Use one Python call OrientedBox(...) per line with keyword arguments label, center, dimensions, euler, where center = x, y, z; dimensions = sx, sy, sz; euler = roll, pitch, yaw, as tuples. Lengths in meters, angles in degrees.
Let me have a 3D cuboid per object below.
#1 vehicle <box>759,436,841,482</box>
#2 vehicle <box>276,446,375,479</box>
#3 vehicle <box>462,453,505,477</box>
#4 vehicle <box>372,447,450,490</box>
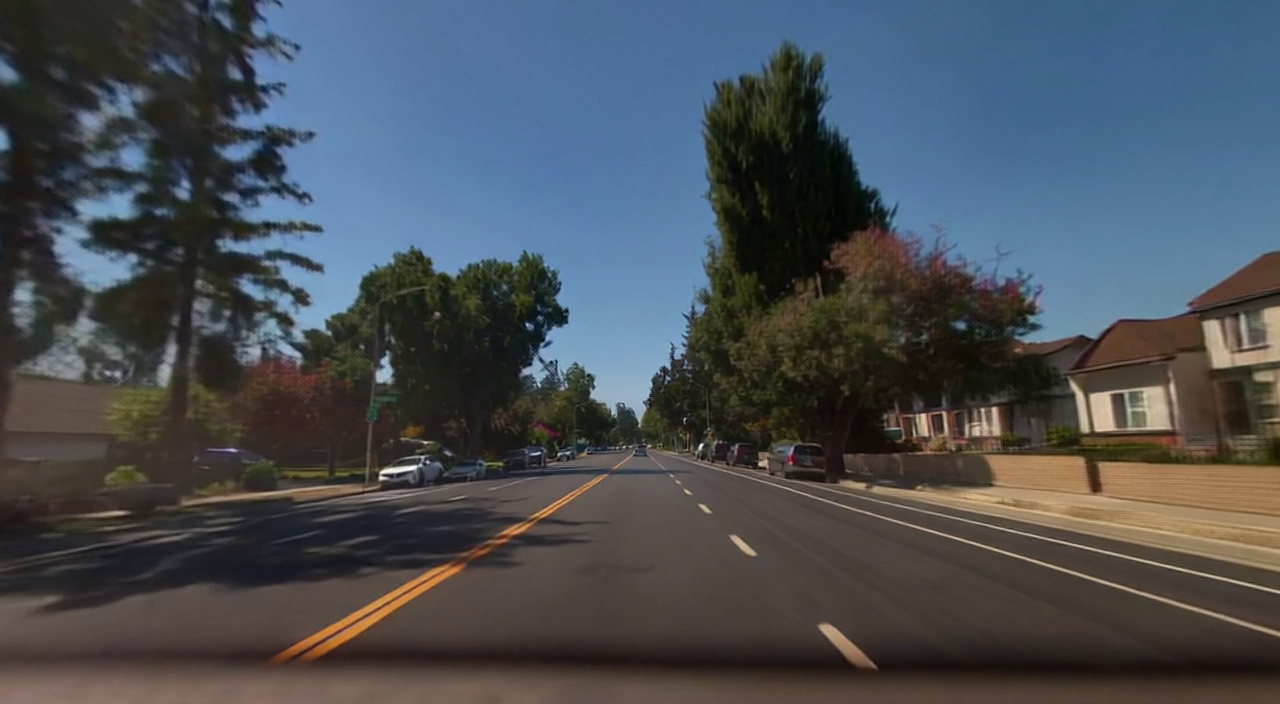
OrientedBox(label="vehicle", center=(7.443, 5.035, 30.156), dimensions=(2.224, 1.956, 6.057), euler=(0, -8, -1))
OrientedBox(label="vehicle", center=(-18.447, 6.503, 37.244), dimensions=(4.699, 1.853, 2.095), euler=(0, -9, 2))
OrientedBox(label="vehicle", center=(-10.692, 7.721, 43.335), dimensions=(1.838, 1.450, 4.317), euler=(0, -8, 0))
OrientedBox(label="vehicle", center=(-10.703, 5.438, 29.839), dimensions=(1.996, 1.781, 4.139), euler=(-3, -9, 2))
